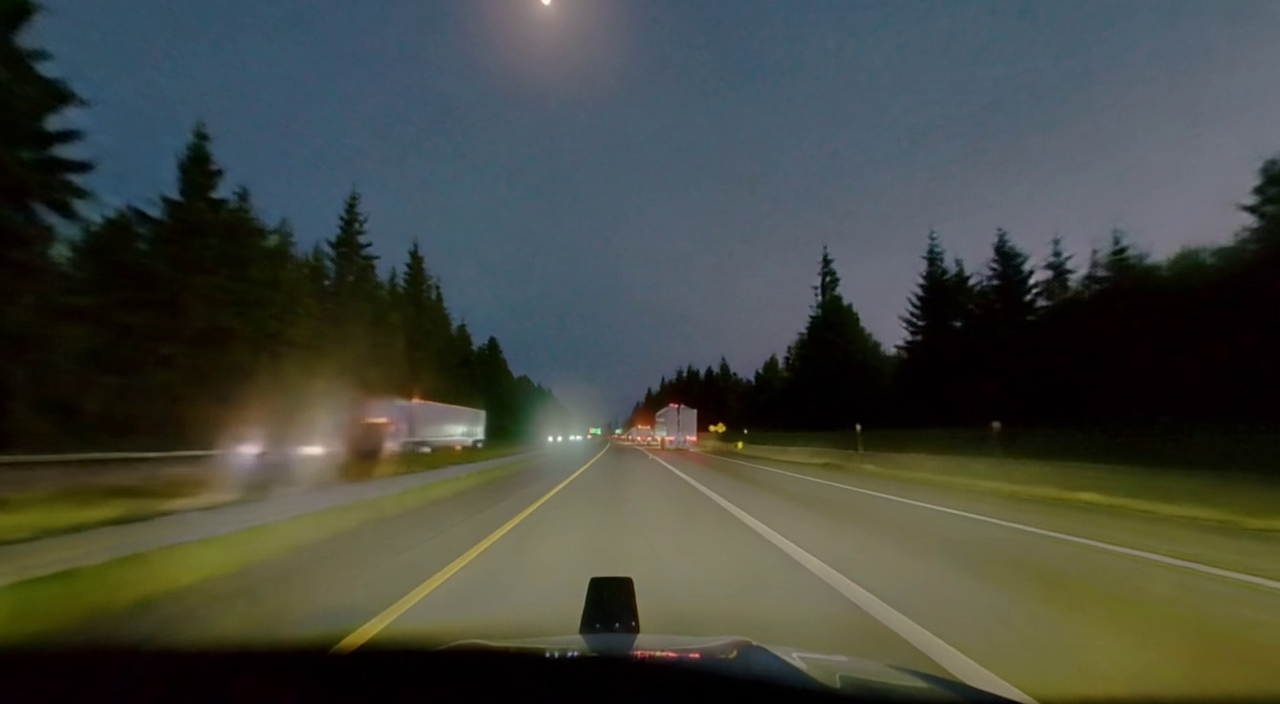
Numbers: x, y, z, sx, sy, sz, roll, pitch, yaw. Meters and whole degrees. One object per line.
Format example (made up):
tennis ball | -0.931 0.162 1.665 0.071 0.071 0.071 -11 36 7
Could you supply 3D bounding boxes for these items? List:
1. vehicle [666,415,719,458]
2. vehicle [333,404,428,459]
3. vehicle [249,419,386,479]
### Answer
vehicle | 3.444 5.737 42.812 2.741 2.716 6.323 0 -8 -2
vehicle | -13.457 4.230 33.329 2.406 2.624 6.487 0 -8 -2
vehicle | -8.810 2.672 17.634 1.870 1.467 3.808 0 -8 -1
